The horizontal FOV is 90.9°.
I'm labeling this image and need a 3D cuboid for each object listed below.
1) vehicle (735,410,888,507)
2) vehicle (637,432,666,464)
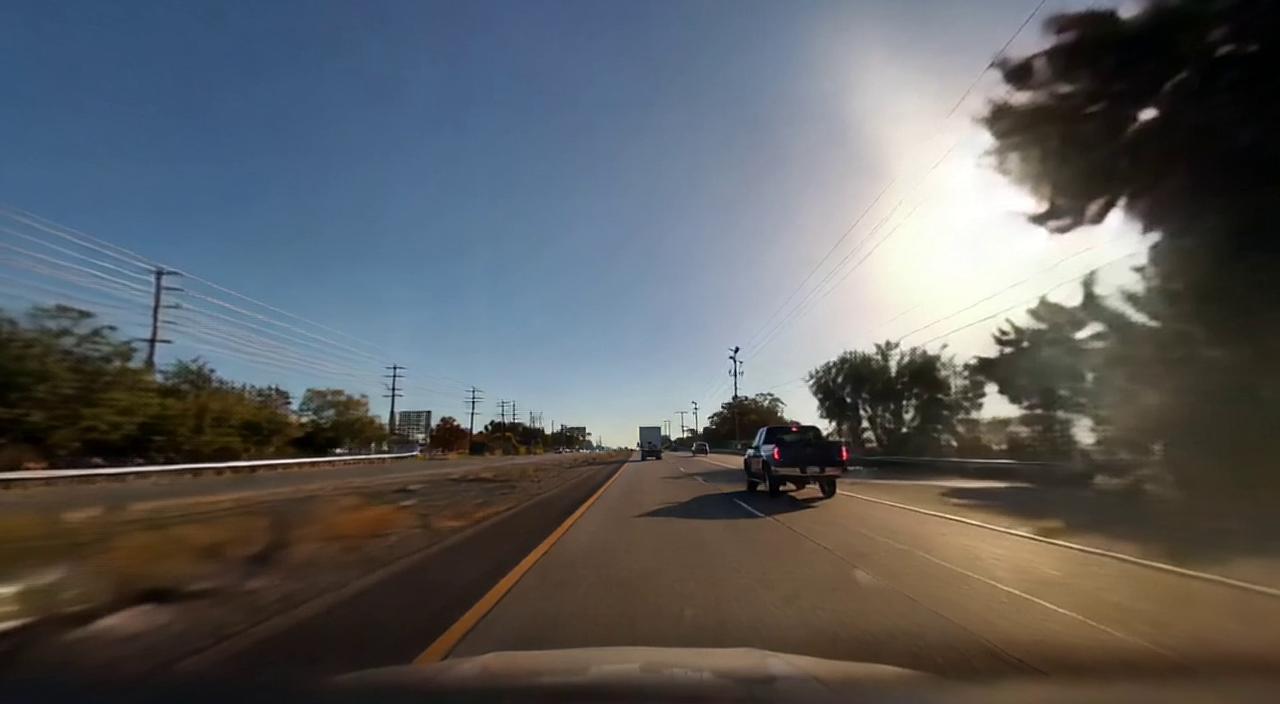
[{"bbox_3d":[4.272,2.833,17.064,2.594,2.155,5.670,0,-9,1],"label":"vehicle"},{"bbox_3d":[0.864,7.380,48.342,2.099,2.260,4.899,0,-9,0],"label":"vehicle"}]
